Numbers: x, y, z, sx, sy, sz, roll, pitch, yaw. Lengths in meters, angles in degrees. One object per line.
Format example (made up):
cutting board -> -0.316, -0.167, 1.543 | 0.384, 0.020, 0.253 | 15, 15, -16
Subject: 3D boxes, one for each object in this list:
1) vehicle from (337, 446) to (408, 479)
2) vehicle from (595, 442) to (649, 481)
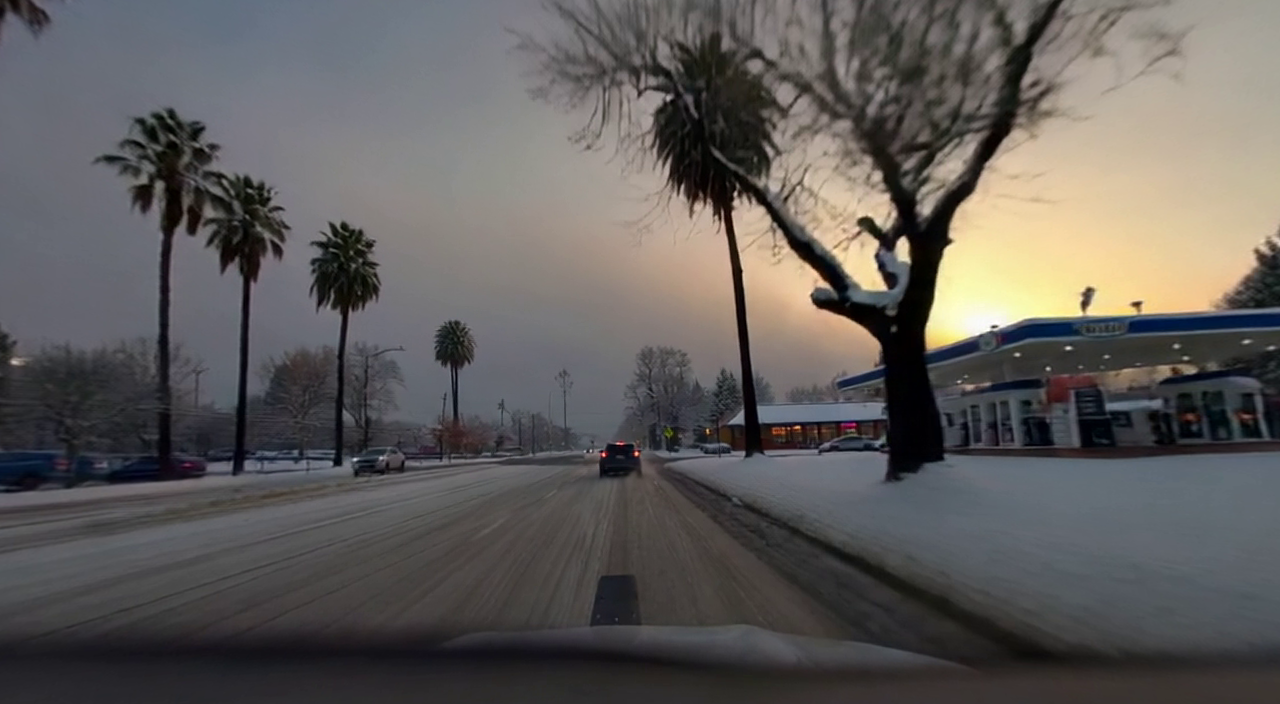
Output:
vehicle -> -14.809, 6.101, 35.209 | 2.026, 1.722, 4.463 | 0, -8, -1
vehicle -> -0.715, 4.512, 26.331 | 2.076, 1.486, 4.119 | 0, -8, -1
